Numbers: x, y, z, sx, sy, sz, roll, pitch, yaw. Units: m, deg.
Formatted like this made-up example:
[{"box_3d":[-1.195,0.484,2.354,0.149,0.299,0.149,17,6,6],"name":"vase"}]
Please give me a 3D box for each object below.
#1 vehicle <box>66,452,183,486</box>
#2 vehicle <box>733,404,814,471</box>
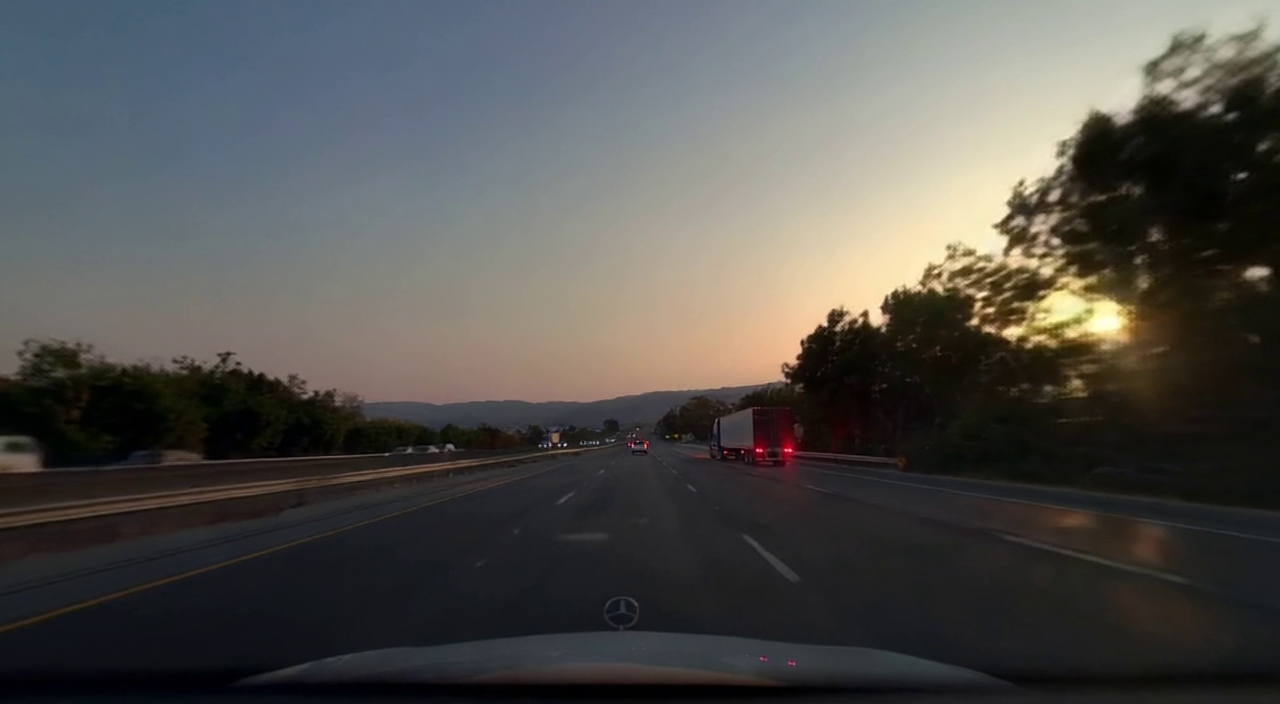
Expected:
[{"box_3d":[-25.656,5.798,31.691,1.900,1.493,4.739,0,-8,0],"name":"vehicle"},{"box_3d":[7.012,4.693,34.480,2.793,3.204,7.997,0,-8,1],"name":"vehicle"}]
